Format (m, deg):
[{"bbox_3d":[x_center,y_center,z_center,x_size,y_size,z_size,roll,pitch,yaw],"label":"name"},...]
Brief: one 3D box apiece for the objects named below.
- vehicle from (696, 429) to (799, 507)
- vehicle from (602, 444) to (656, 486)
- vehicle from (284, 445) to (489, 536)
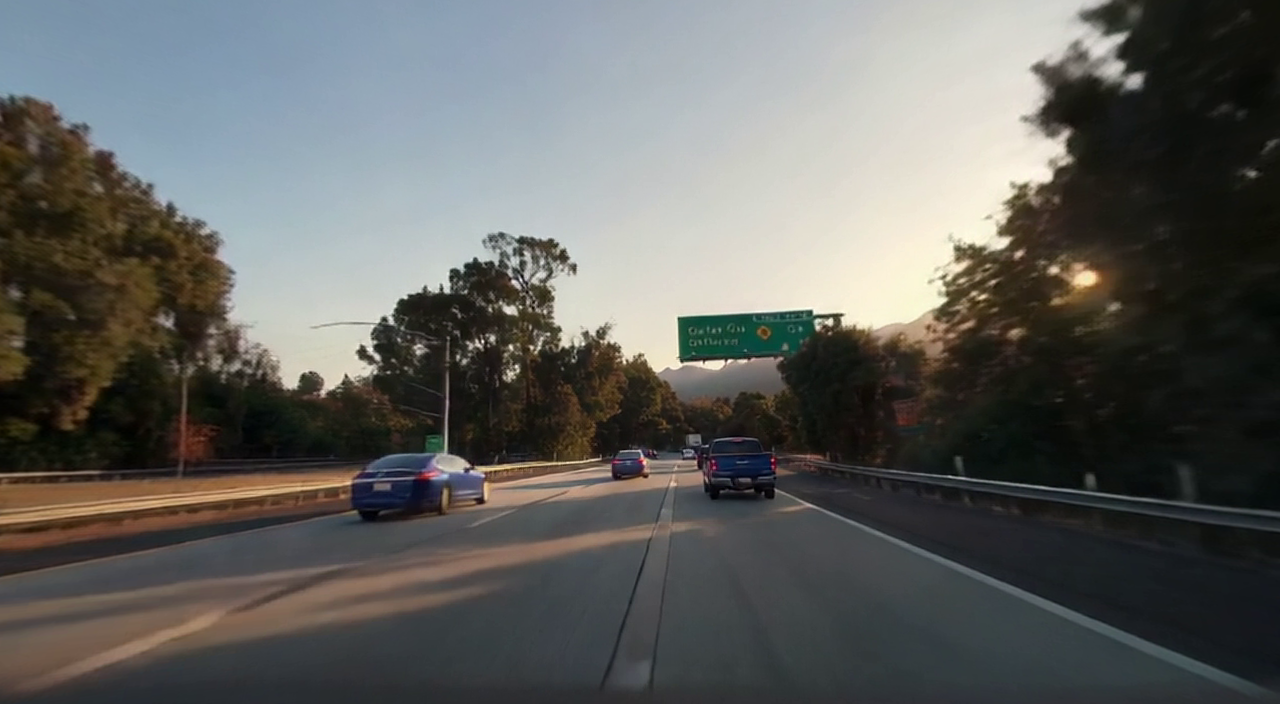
[{"bbox_3d":[2.796,3.170,17.772,2.229,1.837,5.387,-1,-8,3],"label":"vehicle"},{"bbox_3d":[-0.378,4.644,26.334,1.959,1.604,4.065,-1,-8,4],"label":"vehicle"},{"bbox_3d":[-4.974,2.747,13.300,2.109,1.530,4.646,-1,-8,4],"label":"vehicle"}]
